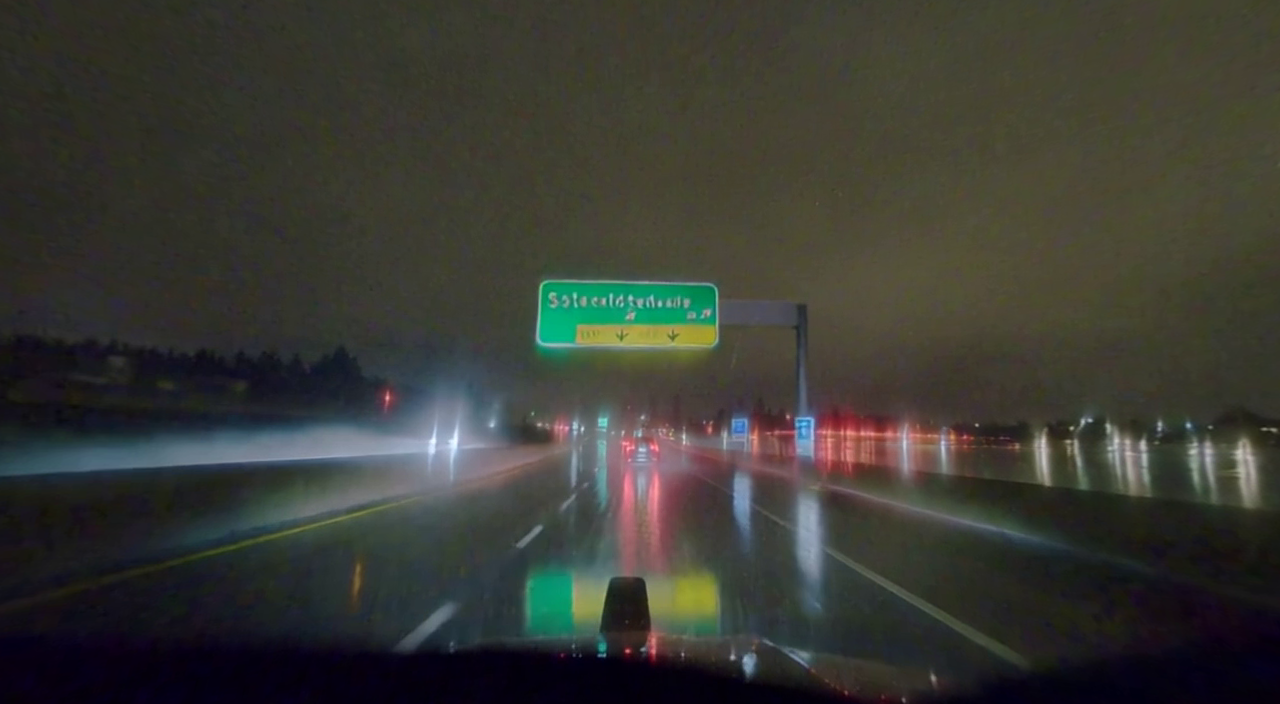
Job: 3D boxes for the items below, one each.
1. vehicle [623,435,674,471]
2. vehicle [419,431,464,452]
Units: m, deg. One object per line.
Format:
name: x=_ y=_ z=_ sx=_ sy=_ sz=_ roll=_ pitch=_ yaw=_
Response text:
vehicle: x=0.369 y=4.535 z=28.466 sx=2.130 sy=1.512 sz=4.057 roll=0 pitch=-8 yaw=0
vehicle: x=-15.031 y=6.796 z=47.831 sx=1.880 sy=1.535 sz=4.651 roll=1 pitch=-8 yaw=0
